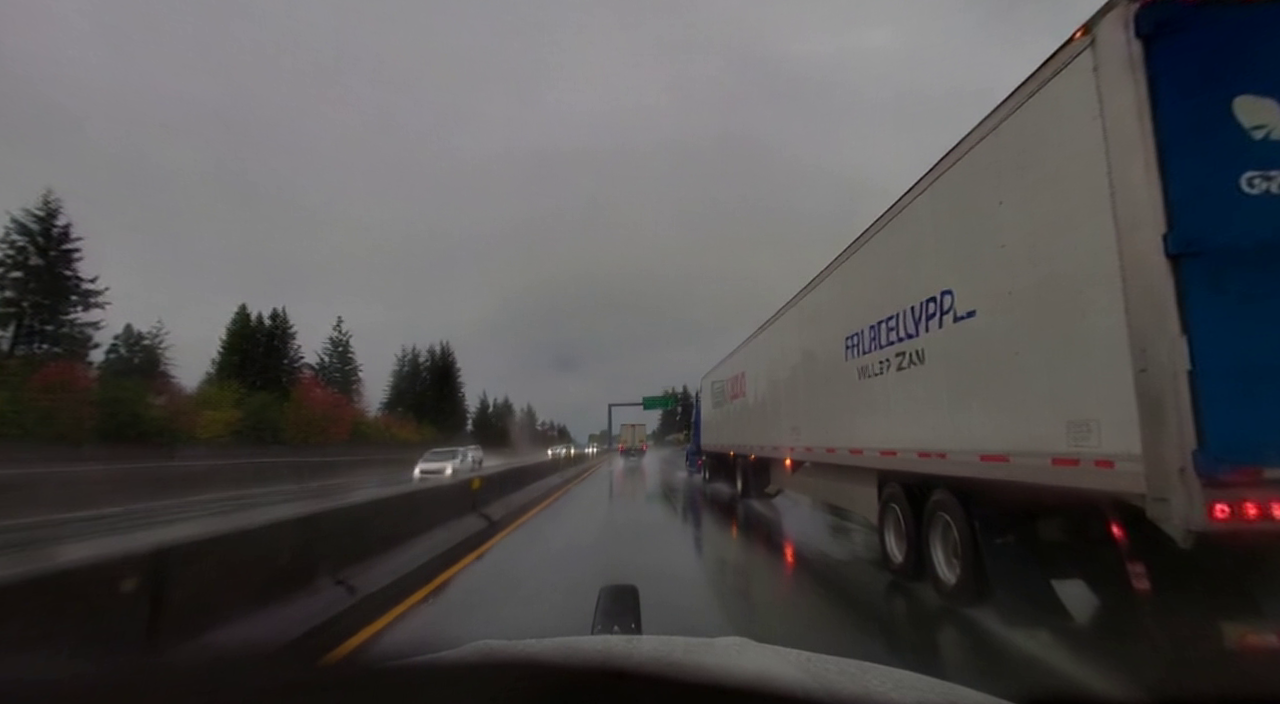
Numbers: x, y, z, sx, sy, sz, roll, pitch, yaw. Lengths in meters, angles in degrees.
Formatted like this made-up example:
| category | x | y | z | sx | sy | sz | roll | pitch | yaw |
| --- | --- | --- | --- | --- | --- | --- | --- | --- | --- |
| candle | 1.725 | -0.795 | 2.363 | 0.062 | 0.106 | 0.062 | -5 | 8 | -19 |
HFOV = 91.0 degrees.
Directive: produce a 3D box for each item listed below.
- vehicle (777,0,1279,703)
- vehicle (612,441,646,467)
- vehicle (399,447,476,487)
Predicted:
| category | x | y | z | sx | sy | sz | roll | pitch | yaw |
| --- | --- | --- | --- | --- | --- | --- | --- | --- | --- |
| vehicle | 4.234 | 0.345 | 7.708 | 2.853 | 4.086 | 9.078 | 0 | -8 | -1 |
| vehicle | -0.680 | 6.069 | 37.639 | 1.943 | 1.491 | 3.459 | 0 | -8 | -1 |
| vehicle | -8.628 | 4.897 | 27.212 | 1.986 | 1.522 | 4.181 | -1 | -8 | 0 |
